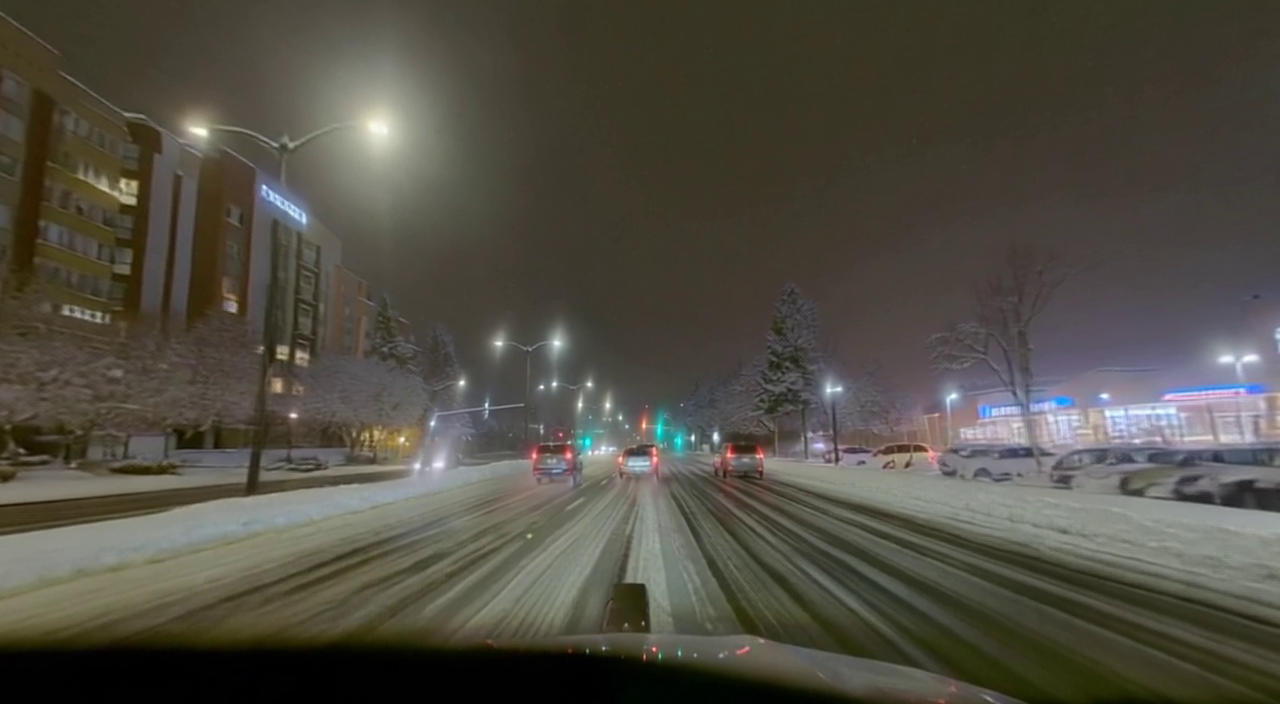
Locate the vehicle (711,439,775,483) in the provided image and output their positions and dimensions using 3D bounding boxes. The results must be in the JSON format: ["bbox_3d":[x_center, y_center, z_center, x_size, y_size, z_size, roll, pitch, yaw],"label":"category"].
[{"bbox_3d":[4.281,4.604,26.915,2.007,1.683,4.171,0,-9,0],"label":"vehicle"}]

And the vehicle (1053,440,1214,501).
[{"bbox_3d":[13.726,3.245,17.531,3.892,1.447,1.956,3,-10,-28],"label":"vehicle"}]

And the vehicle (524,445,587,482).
[{"bbox_3d":[-3.613,4.870,27.809,2.029,1.482,4.591,-1,-9,2],"label":"vehicle"}]

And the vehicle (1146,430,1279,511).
[{"bbox_3d":[14.209,2.708,14.887,4.172,1.648,1.922,4,-10,-29],"label":"vehicle"}]

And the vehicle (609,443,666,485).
[{"bbox_3d":[-0.082,4.404,25.037,2.059,1.477,3.988,-1,-9,0],"label":"vehicle"}]
